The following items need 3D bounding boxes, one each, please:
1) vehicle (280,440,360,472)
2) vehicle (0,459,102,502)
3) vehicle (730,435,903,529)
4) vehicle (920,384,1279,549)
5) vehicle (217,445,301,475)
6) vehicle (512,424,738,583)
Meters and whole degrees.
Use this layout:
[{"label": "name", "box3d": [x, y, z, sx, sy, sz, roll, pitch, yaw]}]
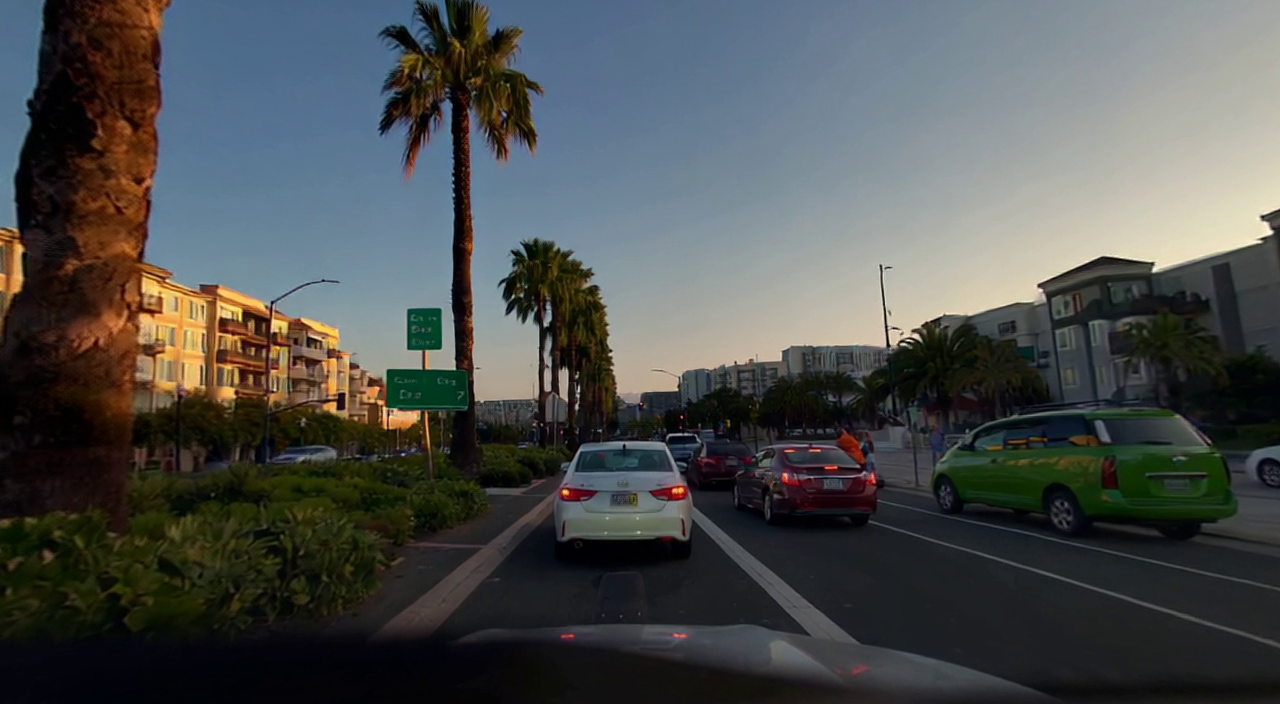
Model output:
[{"label": "vehicle", "box3d": [-20.607, 6.698, 40.994, 2.306, 1.880, 5.537, 0, -8, -1]}, {"label": "vehicle", "box3d": [-23.638, 4.861, 24.151, 1.972, 1.425, 4.765, 0, -8, 0]}, {"label": "vehicle", "box3d": [3.092, 2.370, 12.181, 1.925, 1.451, 4.436, 0, -8, -2]}, {"label": "vehicle", "box3d": [7.205, 1.861, 10.845, 2.254, 2.072, 5.577, 0, -8, 0]}, {"label": "vehicle", "box3d": [-24.004, 6.783, 40.066, 2.055, 1.759, 5.200, 0, -8, 0]}, {"label": "vehicle", "box3d": [-0.159, 1.747, 8.070, 2.158, 1.498, 3.919, 0, -8, 0]}]
